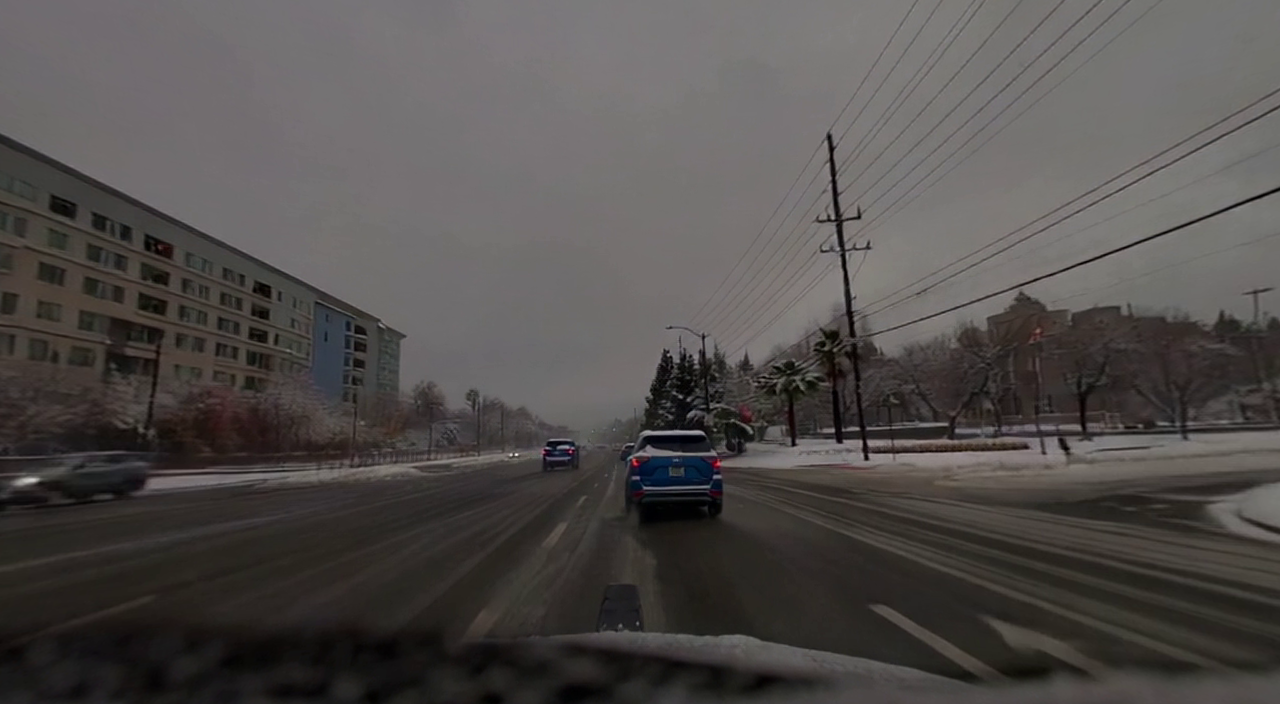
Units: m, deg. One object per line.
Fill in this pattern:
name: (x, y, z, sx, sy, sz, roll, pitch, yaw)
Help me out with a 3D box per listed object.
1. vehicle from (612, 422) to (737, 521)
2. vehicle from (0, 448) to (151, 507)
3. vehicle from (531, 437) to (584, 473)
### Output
vehicle: (0.511, 2.428, 13.216, 2.198, 1.706, 4.166, 0, -9, -3)
vehicle: (-19.433, 4.142, 21.318, 2.054, 1.765, 4.700, 0, -9, -2)
vehicle: (-4.342, 5.514, 33.830, 2.169, 1.796, 4.821, 0, -9, 0)
